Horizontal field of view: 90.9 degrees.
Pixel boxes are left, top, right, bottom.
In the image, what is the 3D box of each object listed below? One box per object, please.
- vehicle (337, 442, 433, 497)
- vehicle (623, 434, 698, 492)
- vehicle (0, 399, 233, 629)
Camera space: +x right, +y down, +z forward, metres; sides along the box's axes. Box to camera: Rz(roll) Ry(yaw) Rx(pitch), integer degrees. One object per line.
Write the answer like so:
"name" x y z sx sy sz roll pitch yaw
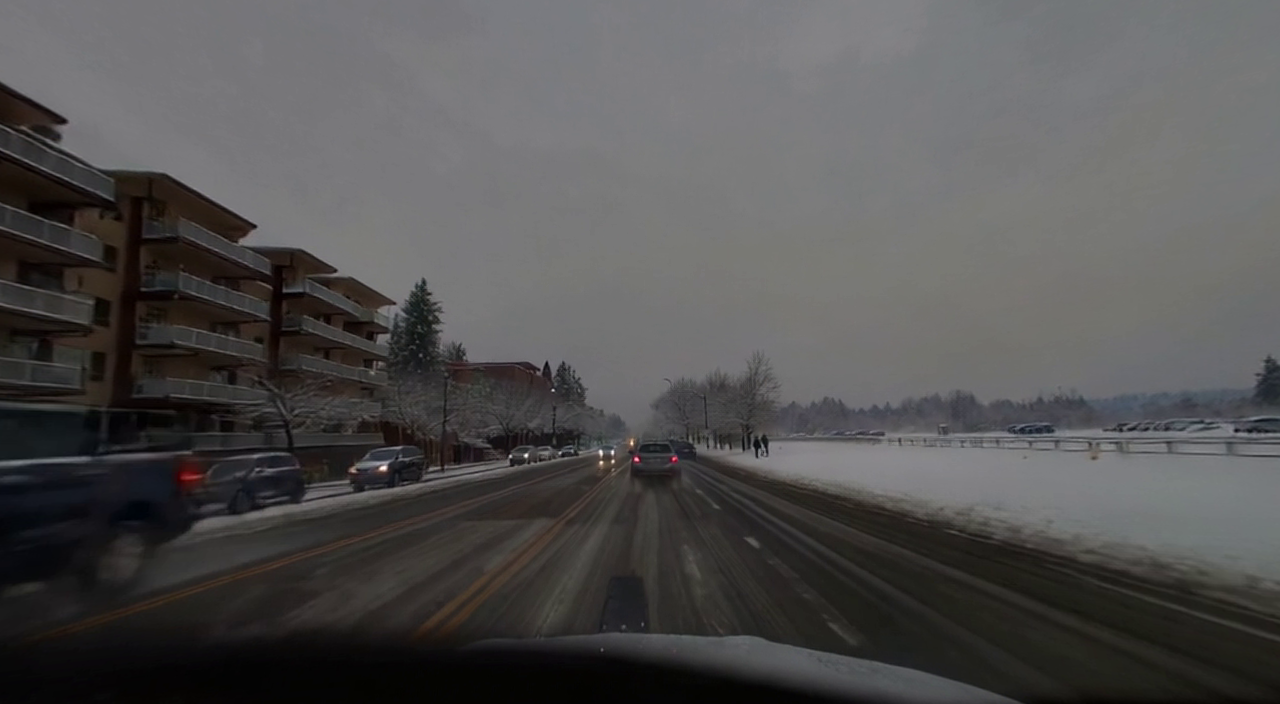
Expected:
"vehicle" -10.094 4.642 25.338 2.032 1.833 4.465 -3 -8 0
"vehicle" 0.607 3.459 19.935 2.132 1.632 3.838 -1 -8 1
"vehicle" -6.204 1.370 5.463 2.065 1.838 4.846 -1 -9 0
